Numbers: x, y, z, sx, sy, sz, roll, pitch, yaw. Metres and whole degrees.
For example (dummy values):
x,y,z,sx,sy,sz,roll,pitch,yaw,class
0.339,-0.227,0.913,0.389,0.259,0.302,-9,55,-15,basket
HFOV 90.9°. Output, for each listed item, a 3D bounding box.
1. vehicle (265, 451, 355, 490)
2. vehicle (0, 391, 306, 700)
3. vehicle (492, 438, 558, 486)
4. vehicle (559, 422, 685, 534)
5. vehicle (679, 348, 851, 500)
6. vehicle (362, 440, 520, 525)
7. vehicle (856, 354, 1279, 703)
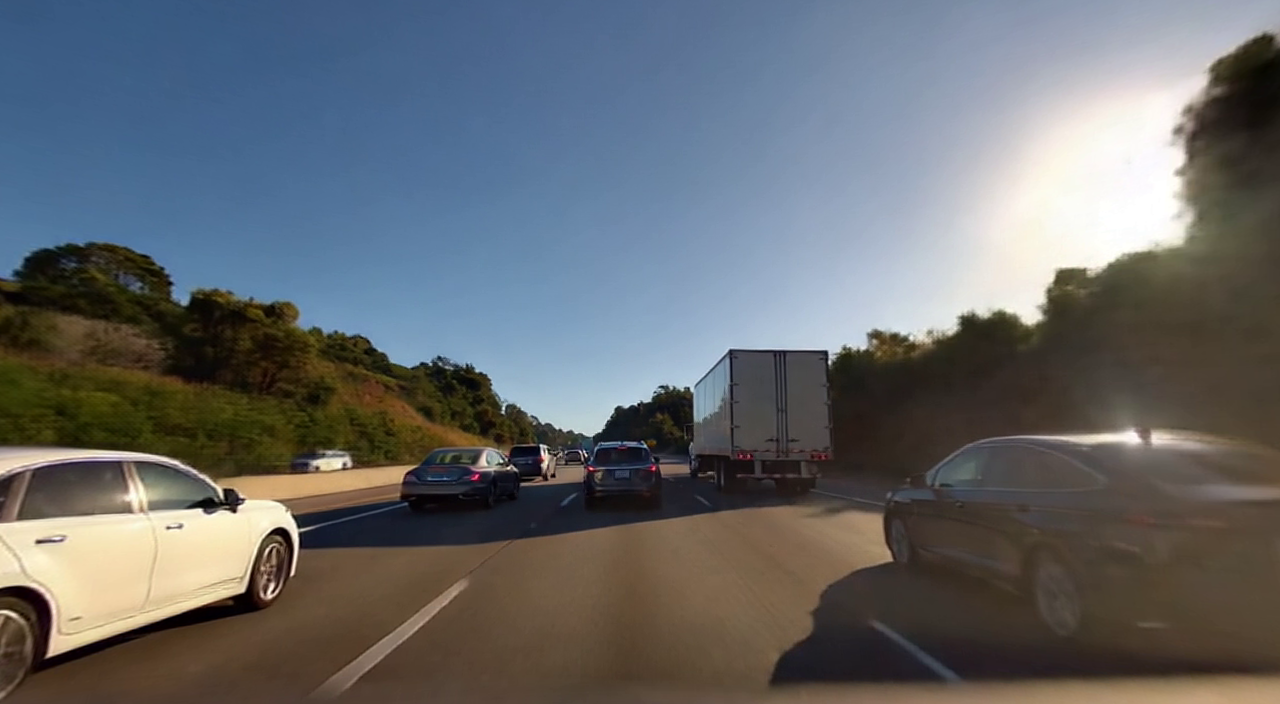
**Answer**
x,y,z,sx,sy,sz,roll,pitch,yaw,class
-16.388,5.879,31.607,1.963,1.754,4.672,0,-9,0,vehicle
-4.286,1.188,4.364,1.789,1.620,3.841,0,-9,0,vehicle
-4.697,4.538,26.242,1.959,1.808,3.790,0,-9,1,vehicle
-0.305,2.369,12.386,2.037,1.792,4.194,0,-9,0,vehicle
3.848,3.126,24.861,3.186,4.111,15.553,0,-9,-2,vehicle
-3.987,2.680,13.523,1.923,1.503,4.293,0,-9,1,vehicle
3.642,1.236,5.138,2.076,1.751,4.666,0,-9,0,vehicle
